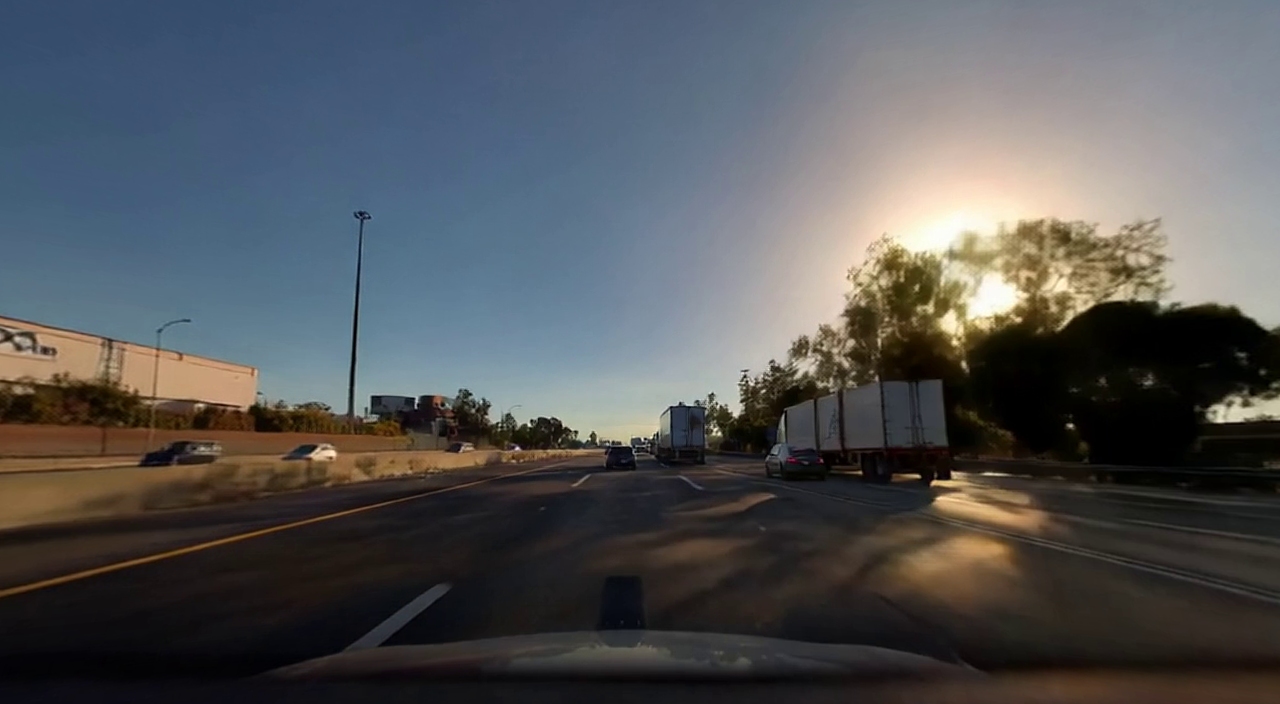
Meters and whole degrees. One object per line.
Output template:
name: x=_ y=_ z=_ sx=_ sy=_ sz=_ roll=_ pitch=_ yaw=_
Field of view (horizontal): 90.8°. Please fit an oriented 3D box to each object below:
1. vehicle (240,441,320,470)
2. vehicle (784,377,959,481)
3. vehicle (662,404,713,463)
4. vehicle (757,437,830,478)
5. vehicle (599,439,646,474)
vehicle: x=-20.316 y=5.855 z=35.859 sx=1.925 sy=1.548 sz=4.544 roll=0 pitch=-9 yaw=-1
vehicle: x=11.253 y=4.373 z=34.055 sx=2.898 sy=4.171 sz=17.188 roll=0 pitch=-9 yaw=0
vehicle: x=3.488 y=6.482 z=49.512 sx=2.999 sy=4.127 sz=10.526 roll=0 pitch=-9 yaw=-1
vehicle: x=6.736 y=4.698 z=28.259 sx=2.154 sy=1.658 sz=4.347 roll=0 pitch=-9 yaw=-1
vehicle: x=-0.836 y=5.111 z=31.038 sx=2.163 sy=1.551 sz=4.180 roll=0 pitch=-9 yaw=-1
